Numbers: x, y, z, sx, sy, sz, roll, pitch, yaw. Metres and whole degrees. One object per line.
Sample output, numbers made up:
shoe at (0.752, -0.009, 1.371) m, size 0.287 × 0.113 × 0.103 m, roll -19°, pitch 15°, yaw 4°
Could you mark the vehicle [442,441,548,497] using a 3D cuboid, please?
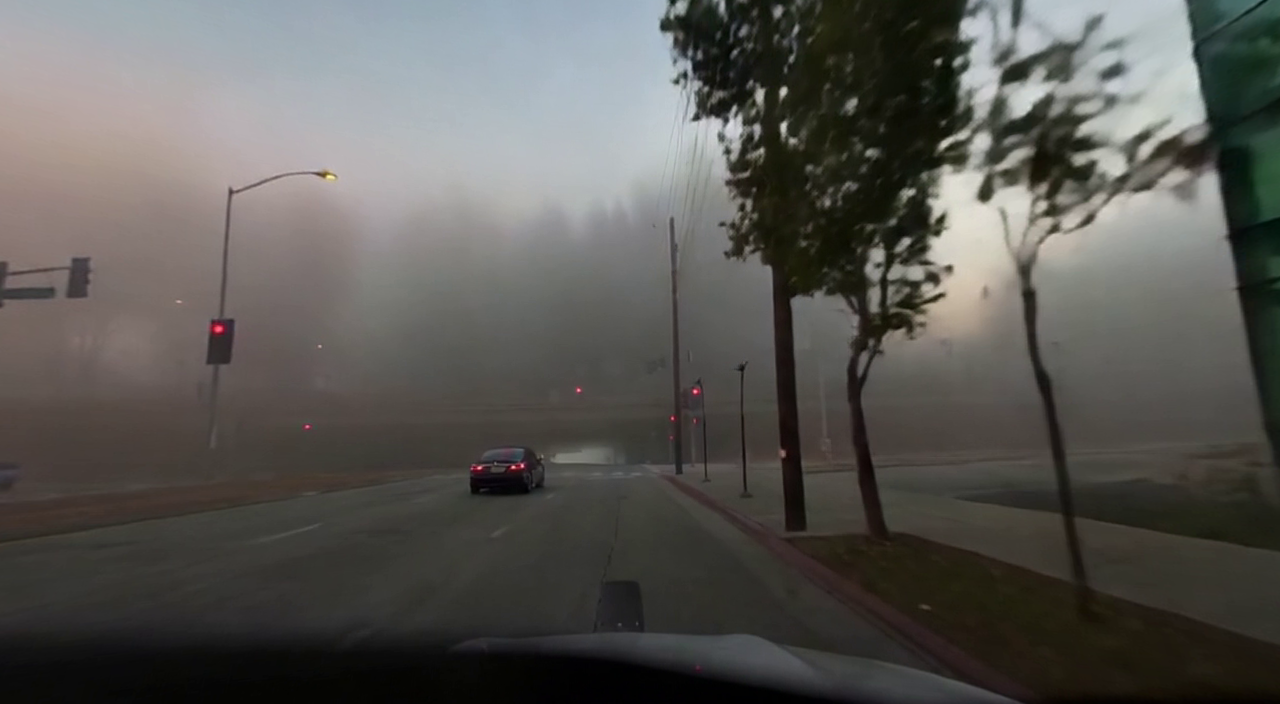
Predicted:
vehicle at (-4.129, 3.429, 18.867) m, size 2.154 × 1.465 × 4.532 m, roll 0°, pitch -9°, yaw -1°
